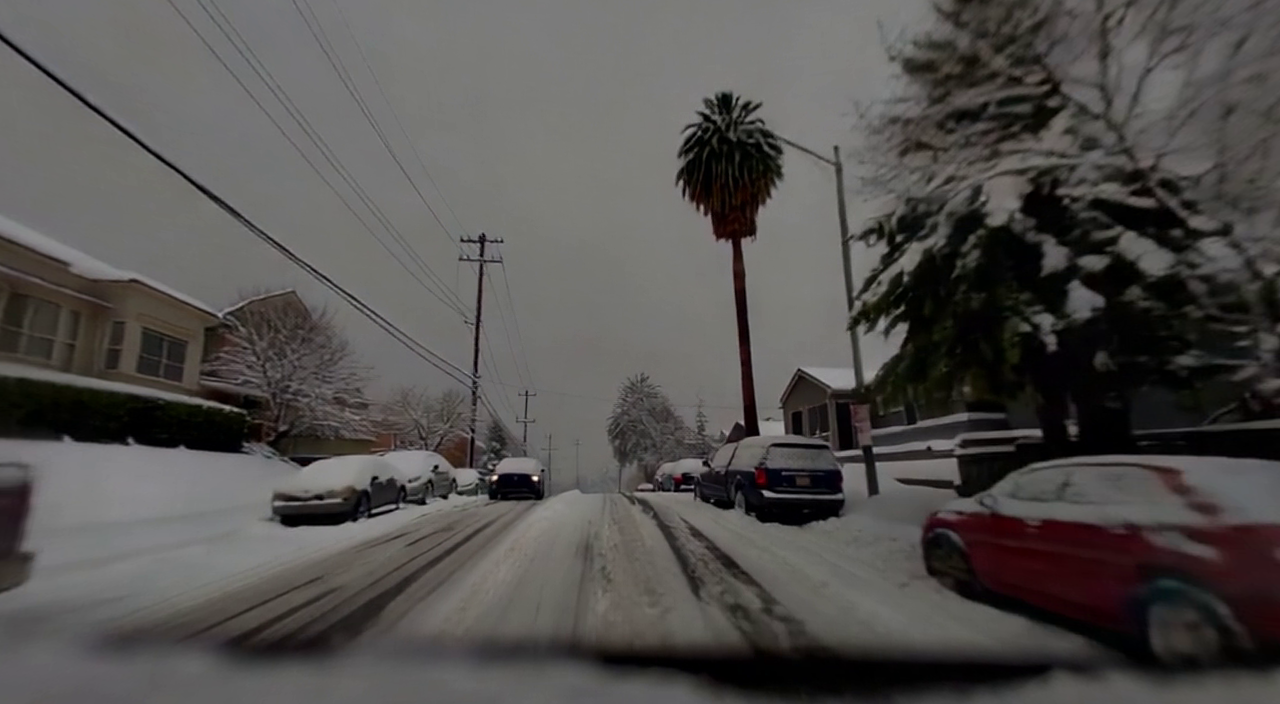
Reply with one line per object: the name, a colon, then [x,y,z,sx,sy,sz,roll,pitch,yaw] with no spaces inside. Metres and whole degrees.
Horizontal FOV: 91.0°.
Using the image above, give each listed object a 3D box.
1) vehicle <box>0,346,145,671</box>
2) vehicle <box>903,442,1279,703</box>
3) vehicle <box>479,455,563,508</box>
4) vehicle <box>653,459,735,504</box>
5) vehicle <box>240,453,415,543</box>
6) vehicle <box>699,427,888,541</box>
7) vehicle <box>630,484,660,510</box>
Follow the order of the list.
vehicle: [-5.299,0.819,2.619,2.348,2.144,5.481,1,-8,-5]
vehicle: [3.994,1.389,4.448,1.912,1.477,4.691,1,-8,-5]
vehicle: [-3.832,4.259,21.125,2.060,1.483,4.574,0,-8,-2]
vehicle: [1.979,5.002,24.728,2.212,1.476,4.678,1,-8,-8]
vehicle: [-6.360,2.945,13.474,1.889,1.499,4.468,1,-8,-7]
vehicle: [3.049,2.801,14.346,2.358,2.008,5.957,1,-8,-5]
vehicle: [0.283,10.094,44.036,1.756,1.455,3.965,0,-8,-4]
